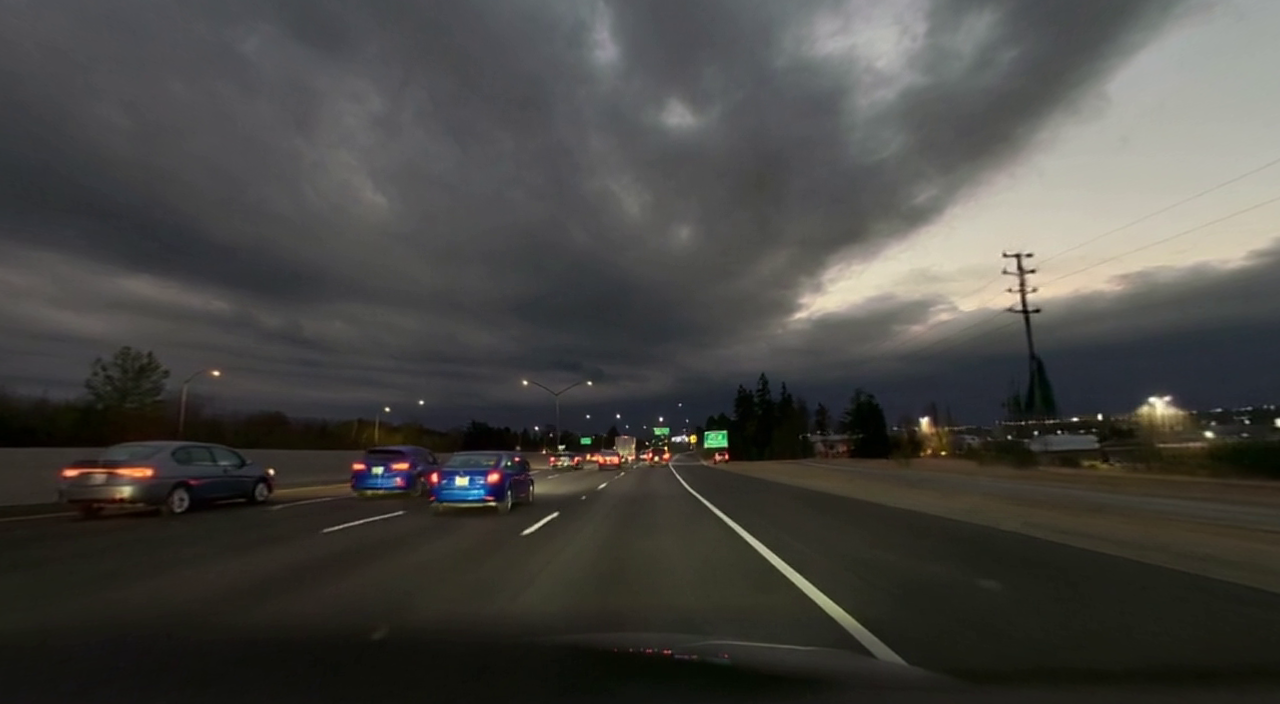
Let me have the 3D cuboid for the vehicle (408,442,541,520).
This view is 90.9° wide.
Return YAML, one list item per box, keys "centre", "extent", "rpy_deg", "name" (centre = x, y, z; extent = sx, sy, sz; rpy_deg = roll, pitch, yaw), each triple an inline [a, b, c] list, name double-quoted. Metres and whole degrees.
- centre: [-3.580, 2.843, 14.418]
  extent: [1.953, 1.511, 3.704]
  rpy_deg: [0, -8, 1]
  name: "vehicle"

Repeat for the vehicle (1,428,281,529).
- centre: [-10.556, 2.683, 14.065]
  extent: [2.044, 1.810, 5.016]
  rpy_deg: [0, -8, 1]
  name: "vehicle"

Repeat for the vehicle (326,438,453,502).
- centre: [-7.332, 3.482, 19.025]
  extent: [1.970, 1.682, 4.297]
  rpy_deg: [0, -8, 2]
  name: "vehicle"
